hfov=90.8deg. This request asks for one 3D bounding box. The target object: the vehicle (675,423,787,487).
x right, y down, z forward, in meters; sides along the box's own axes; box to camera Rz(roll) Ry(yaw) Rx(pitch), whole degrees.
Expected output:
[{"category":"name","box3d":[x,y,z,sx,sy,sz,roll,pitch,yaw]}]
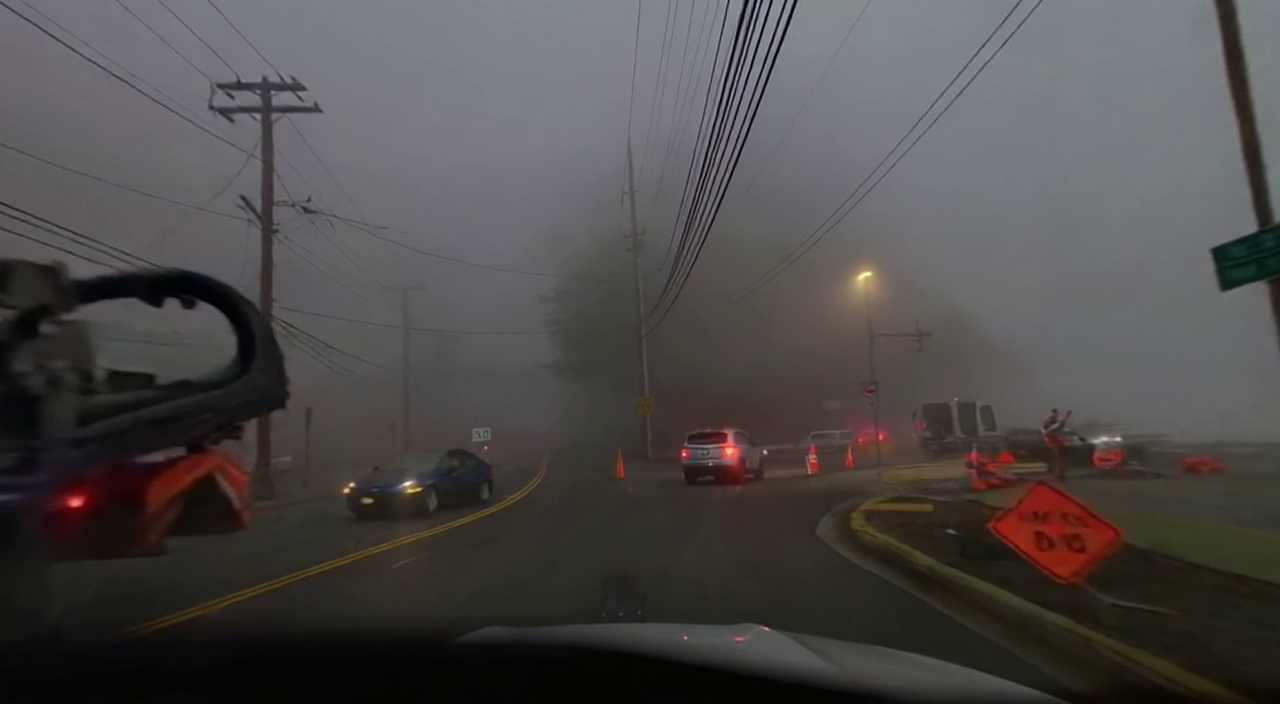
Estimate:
[{"category":"vehicle","box3d":[3.232,3.442,21.378,2.256,1.859,5.118,-5,-9,25]}]

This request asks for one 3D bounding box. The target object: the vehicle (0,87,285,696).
[{"category":"vehicle","box3d":[-5.689,-0.151,1.304,3.007,3.800,11.011,-1,-9,3]}]

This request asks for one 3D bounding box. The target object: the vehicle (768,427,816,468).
[{"category":"vehicle","box3d":[8.085,5.015,33.235,2.206,1.911,5.548,-3,-9,15]}]

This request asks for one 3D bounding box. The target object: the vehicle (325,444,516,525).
[{"category":"vehicle","box3d":[-4.767,2.938,14.691,2.103,1.526,4.743,-2,-9,10]}]

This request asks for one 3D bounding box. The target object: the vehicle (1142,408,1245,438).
[{"category":"vehicle","box3d":[35.912,4.686,41.114,1.922,1.704,4.550,4,-10,-33]}]
